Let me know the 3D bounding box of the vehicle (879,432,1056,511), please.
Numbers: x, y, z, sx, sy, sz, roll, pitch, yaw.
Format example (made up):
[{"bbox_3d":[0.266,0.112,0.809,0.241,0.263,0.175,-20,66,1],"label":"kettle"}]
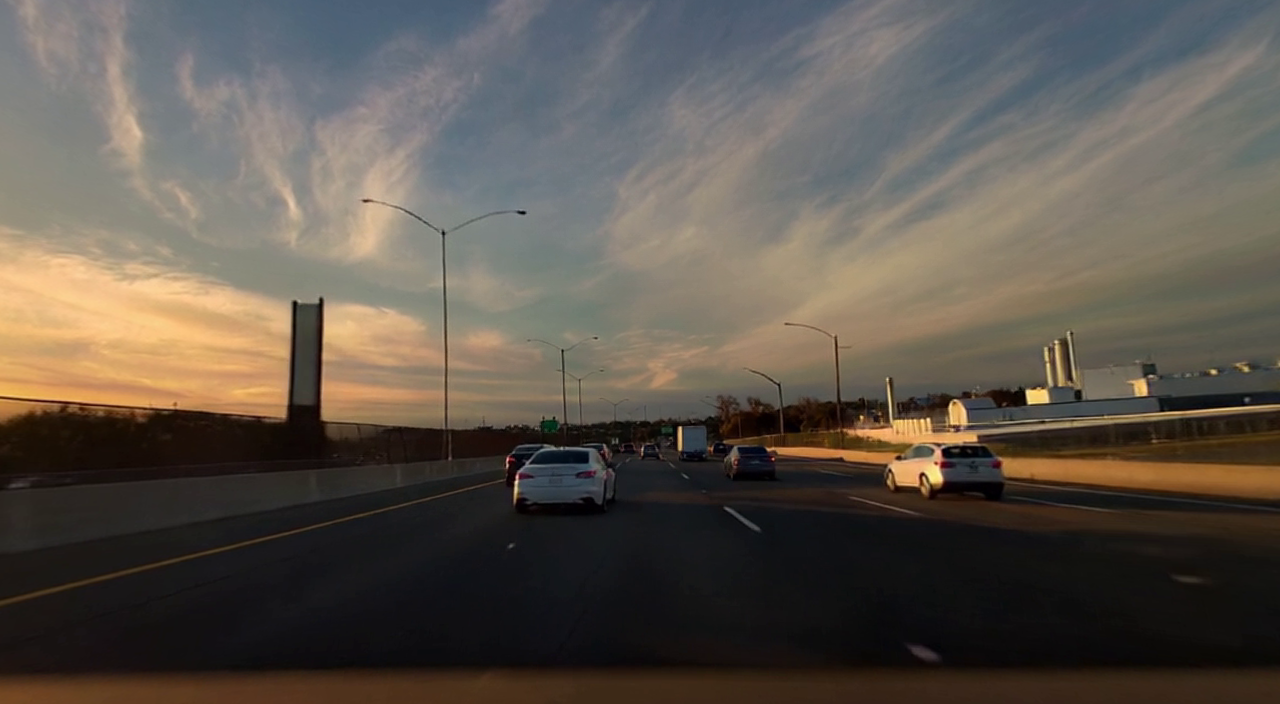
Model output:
[{"bbox_3d":[7.169,2.631,14.367,1.860,1.520,3.961,0,-8,-1],"label":"vehicle"}]

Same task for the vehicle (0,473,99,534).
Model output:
[{"bbox_3d":[-34.865,8.559,36.137,2.328,2.809,6.655,1,-8,-7],"label":"vehicle"}]

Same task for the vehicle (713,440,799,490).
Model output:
[{"bbox_3d":[3.711,3.670,20.984,1.942,1.453,4.329,0,-8,-1],"label":"vehicle"}]

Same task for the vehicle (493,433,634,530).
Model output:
[{"bbox_3d":[-1.272,2.459,12.739,2.067,1.555,4.851,-1,-8,2],"label":"vehicle"}]
